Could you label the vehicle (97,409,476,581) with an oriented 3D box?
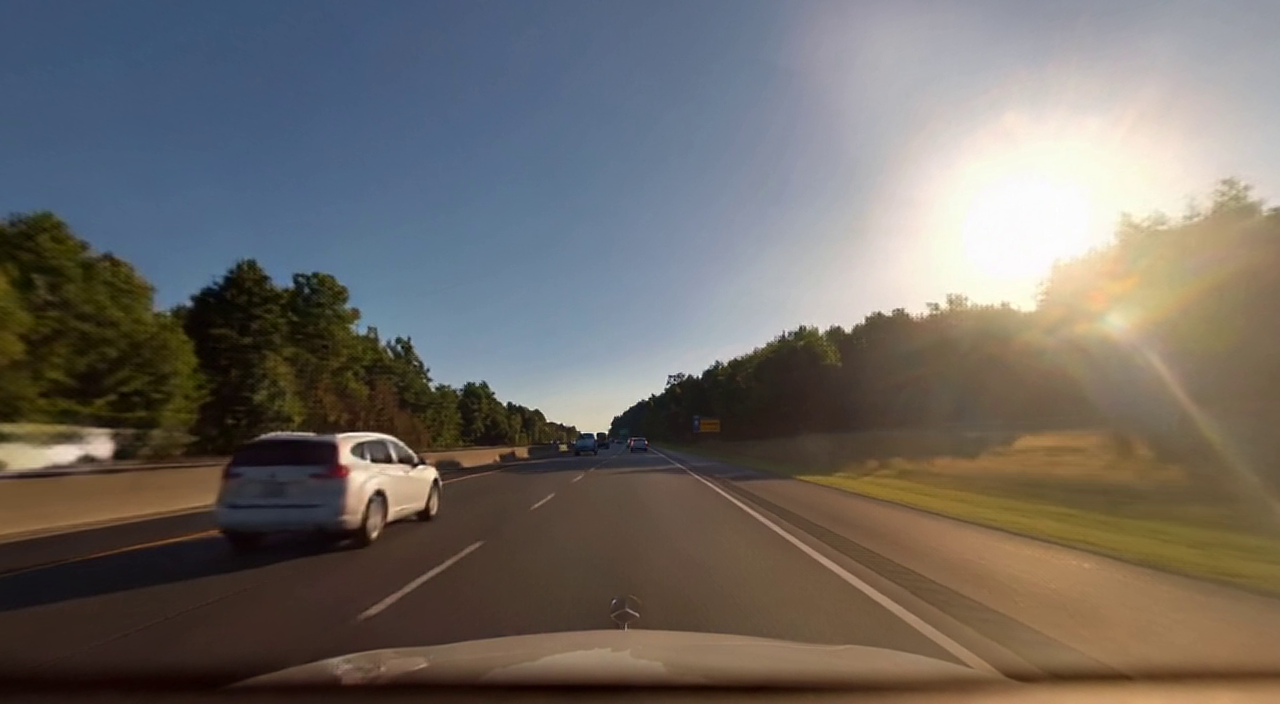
[{"bbox_3d":[-3.877,1.653,8.181,2.190,1.571,4.643,0,-8,1],"label":"vehicle"}]
